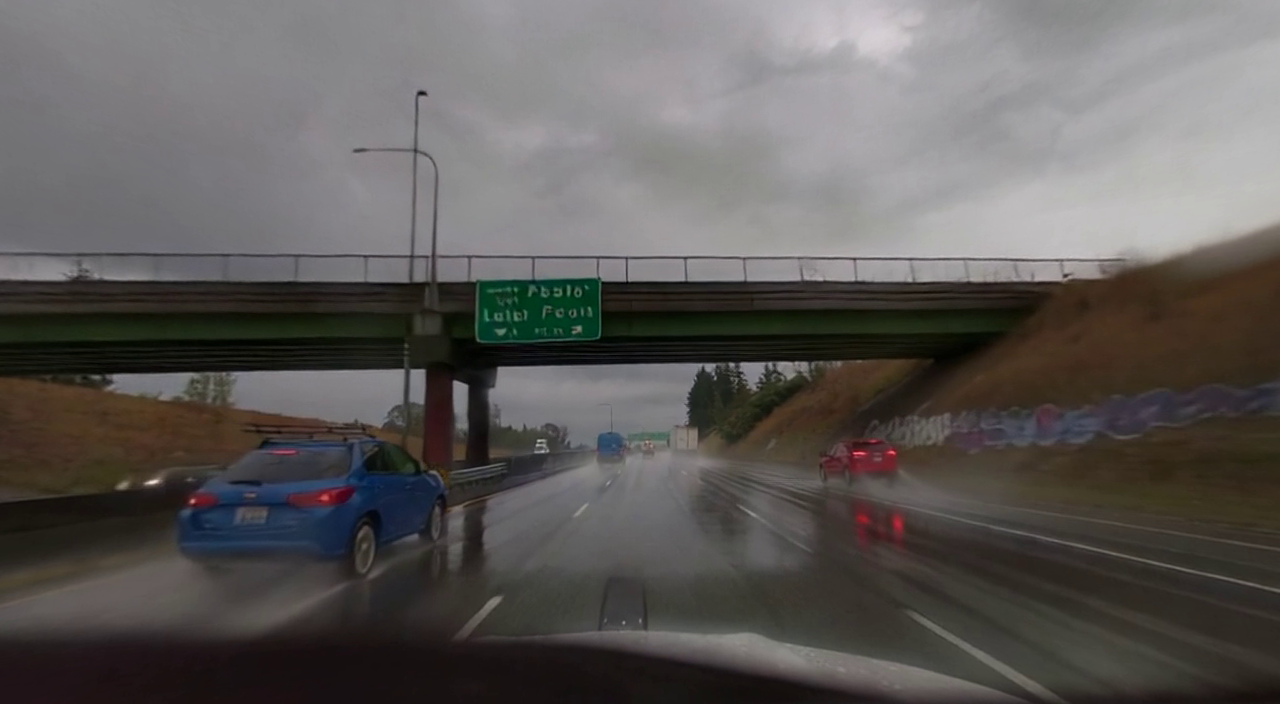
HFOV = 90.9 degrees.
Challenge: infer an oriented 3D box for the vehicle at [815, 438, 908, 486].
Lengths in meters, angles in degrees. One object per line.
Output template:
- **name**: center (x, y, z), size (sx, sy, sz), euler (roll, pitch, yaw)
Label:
- **vehicle**: center (8.297, 4.159, 24.054), size (1.936, 1.664, 4.198), euler (0, -9, -1)

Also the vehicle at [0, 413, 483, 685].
- **vehicle**: center (-3.111, 1.452, 5.881), size (2.029, 1.472, 4.721), euler (0, -9, 1)
